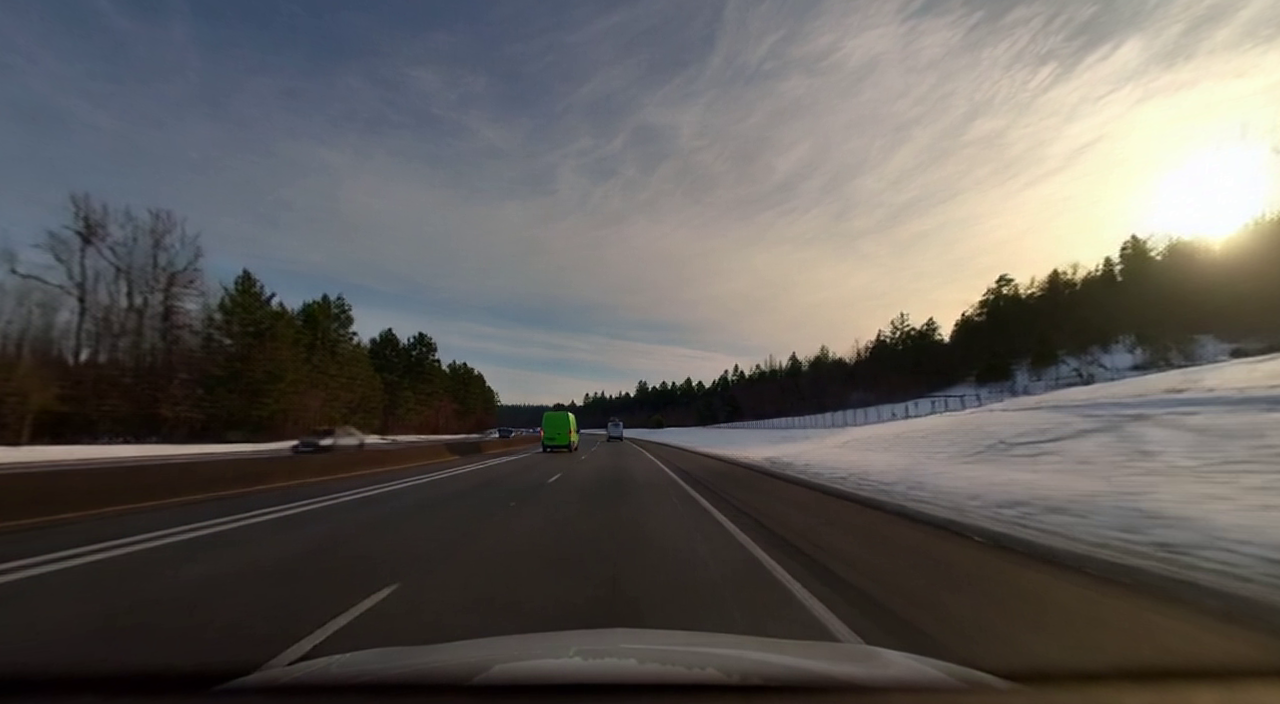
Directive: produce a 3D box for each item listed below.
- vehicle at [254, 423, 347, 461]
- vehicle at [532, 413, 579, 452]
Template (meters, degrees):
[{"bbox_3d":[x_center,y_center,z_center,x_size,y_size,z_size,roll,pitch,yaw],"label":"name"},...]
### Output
[{"bbox_3d":[-15.478,4.117,28.925,1.875,1.585,4.297,0,-8,0],"label":"vehicle"},{"bbox_3d":[-5.737,5.615,43.628,2.561,2.509,5.465,0,-8,-1],"label":"vehicle"}]
